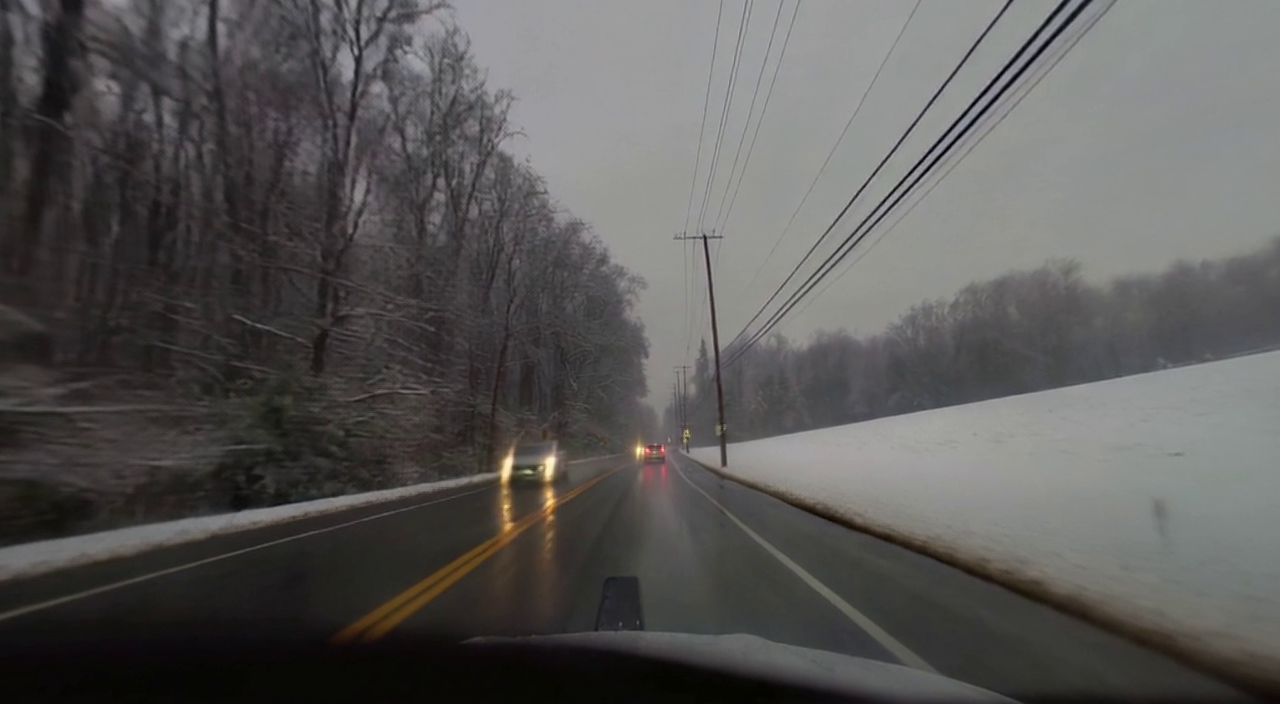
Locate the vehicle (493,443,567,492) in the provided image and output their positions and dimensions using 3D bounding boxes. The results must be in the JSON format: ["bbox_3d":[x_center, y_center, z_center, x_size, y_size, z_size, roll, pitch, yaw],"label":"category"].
[{"bbox_3d":[-3.775,4.020,22.311,1.894,1.537,3.642,0,-9,0],"label":"vehicle"}]

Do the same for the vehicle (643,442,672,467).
[{"bbox_3d":[1.276,7.690,47.640,2.083,1.767,4.448,0,-9,1],"label":"vehicle"}]
